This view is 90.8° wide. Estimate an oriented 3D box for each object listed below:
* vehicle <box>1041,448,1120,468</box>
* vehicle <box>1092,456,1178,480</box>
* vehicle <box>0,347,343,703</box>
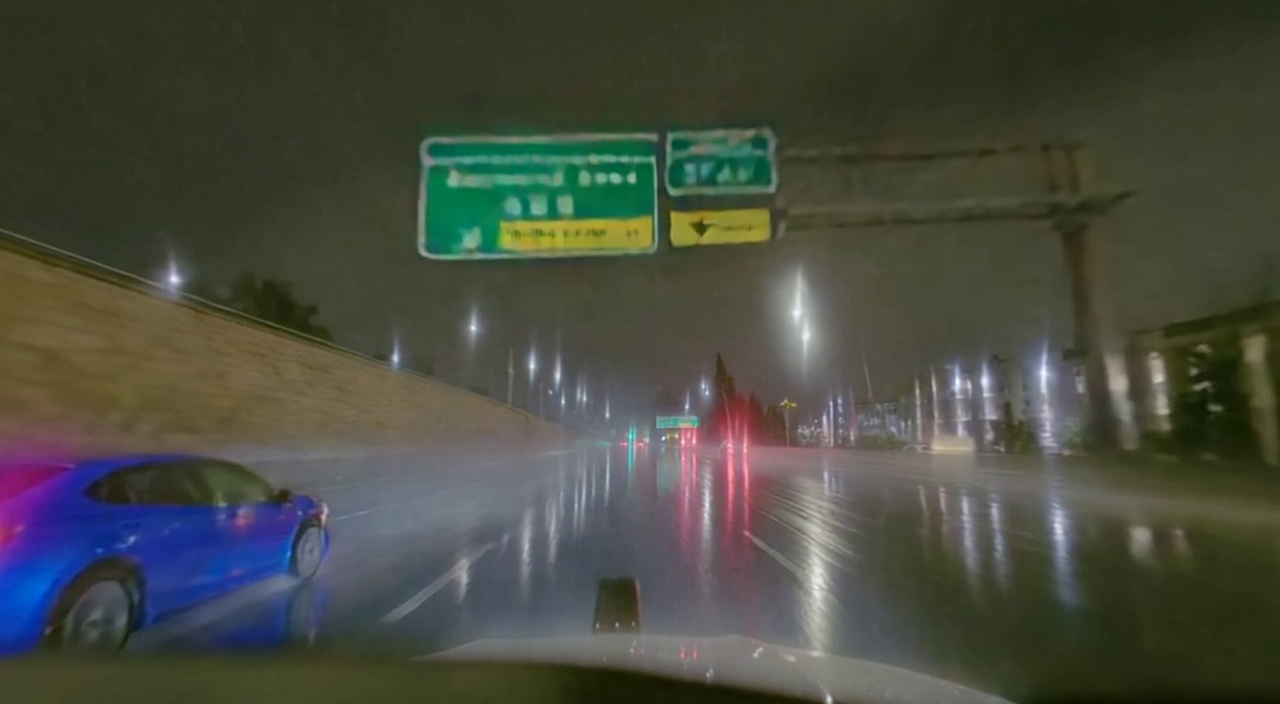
[{"bbox_3d":[33.937,8.186,48.767,4.640,1.514,1.862,0,-8,2],"label":"vehicle"},{"bbox_3d":[33.667,7.879,43.020,4.380,1.493,1.722,1,-8,-2],"label":"vehicle"},{"bbox_3d":[-3.784,0.950,3.650,2.070,1.641,4.315,0,-8,-1],"label":"vehicle"}]
